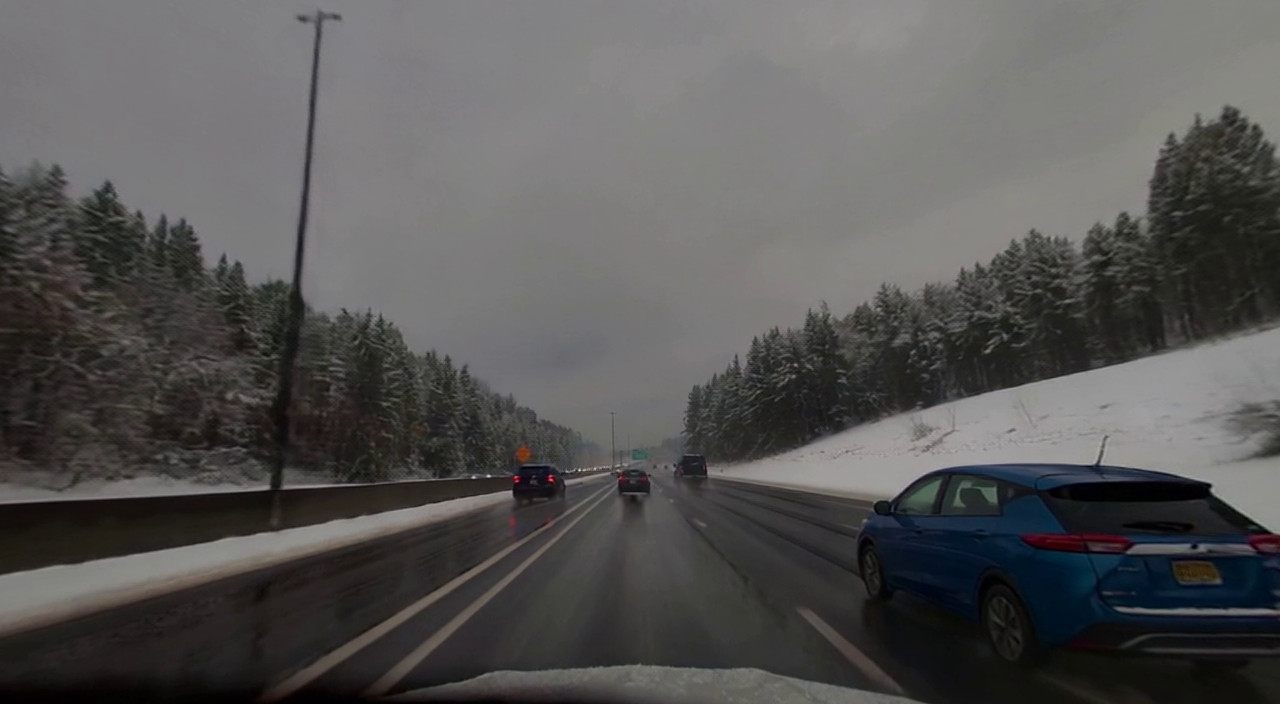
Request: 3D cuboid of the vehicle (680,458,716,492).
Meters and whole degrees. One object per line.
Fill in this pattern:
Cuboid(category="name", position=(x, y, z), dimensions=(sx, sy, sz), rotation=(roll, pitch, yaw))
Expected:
Cuboid(category="vehicle", position=(3.917, 8.356, 42.880), dimensions=(2.030, 2.172, 3.621), rotation=(1, -10, -1))

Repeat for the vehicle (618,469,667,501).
Cuboid(category="vehicle", position=(0.120, 6.473, 30.941), dimensions=(2.241, 1.425, 3.973), rotation=(1, -10, 0))

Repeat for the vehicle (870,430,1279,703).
Cuboid(category="vehicle", position=(3.594, 1.545, 5.142), dimensions=(1.938, 1.561, 3.786), rotation=(1, -10, -1))

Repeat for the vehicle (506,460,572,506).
Cuboid(category="vehicle", position=(-4.118, 5.447, 26.398), dimensions=(2.021, 1.706, 4.247), rotation=(1, -10, 0))
